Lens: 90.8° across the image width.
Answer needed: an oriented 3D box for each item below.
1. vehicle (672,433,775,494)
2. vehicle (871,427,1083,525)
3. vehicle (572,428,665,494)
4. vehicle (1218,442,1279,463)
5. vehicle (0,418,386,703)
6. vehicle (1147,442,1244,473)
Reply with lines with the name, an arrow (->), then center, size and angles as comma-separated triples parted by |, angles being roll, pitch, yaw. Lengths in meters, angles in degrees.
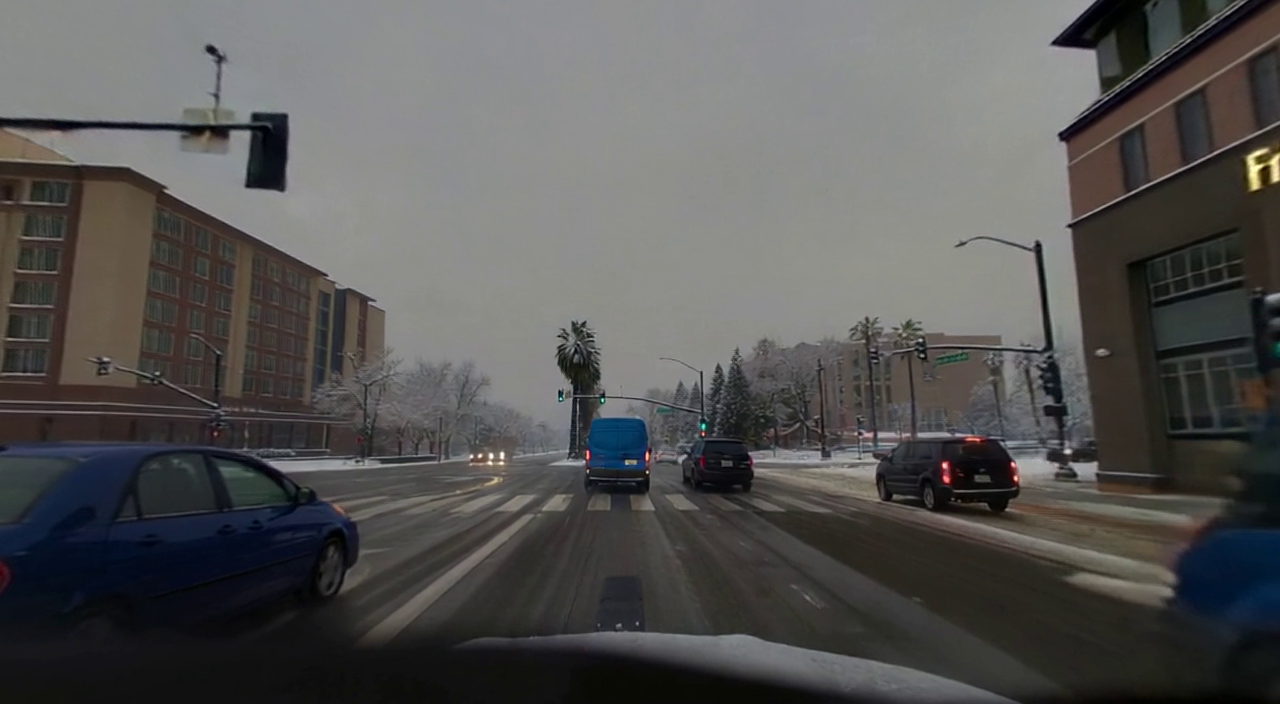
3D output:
vehicle -> 2.552, 3.603, 20.775 | 2.462, 1.736, 4.899 | 0, -9, -3
vehicle -> 7.010, 2.618, 13.878 | 2.023, 1.771, 4.488 | 0, -9, -2
vehicle -> -0.761, 3.771, 22.276 | 2.848, 1.991, 5.706 | 0, -9, -2
vehicle -> 46.669, 7.610, 47.991 | 4.237, 1.487, 2.028 | 2, -9, -16
vehicle -> -3.573, 1.222, 4.054 | 1.997, 1.430, 4.655 | 0, -9, -1
vehicle -> 31.868, 6.015, 36.259 | 4.327, 1.665, 1.953 | 2, -9, -15
